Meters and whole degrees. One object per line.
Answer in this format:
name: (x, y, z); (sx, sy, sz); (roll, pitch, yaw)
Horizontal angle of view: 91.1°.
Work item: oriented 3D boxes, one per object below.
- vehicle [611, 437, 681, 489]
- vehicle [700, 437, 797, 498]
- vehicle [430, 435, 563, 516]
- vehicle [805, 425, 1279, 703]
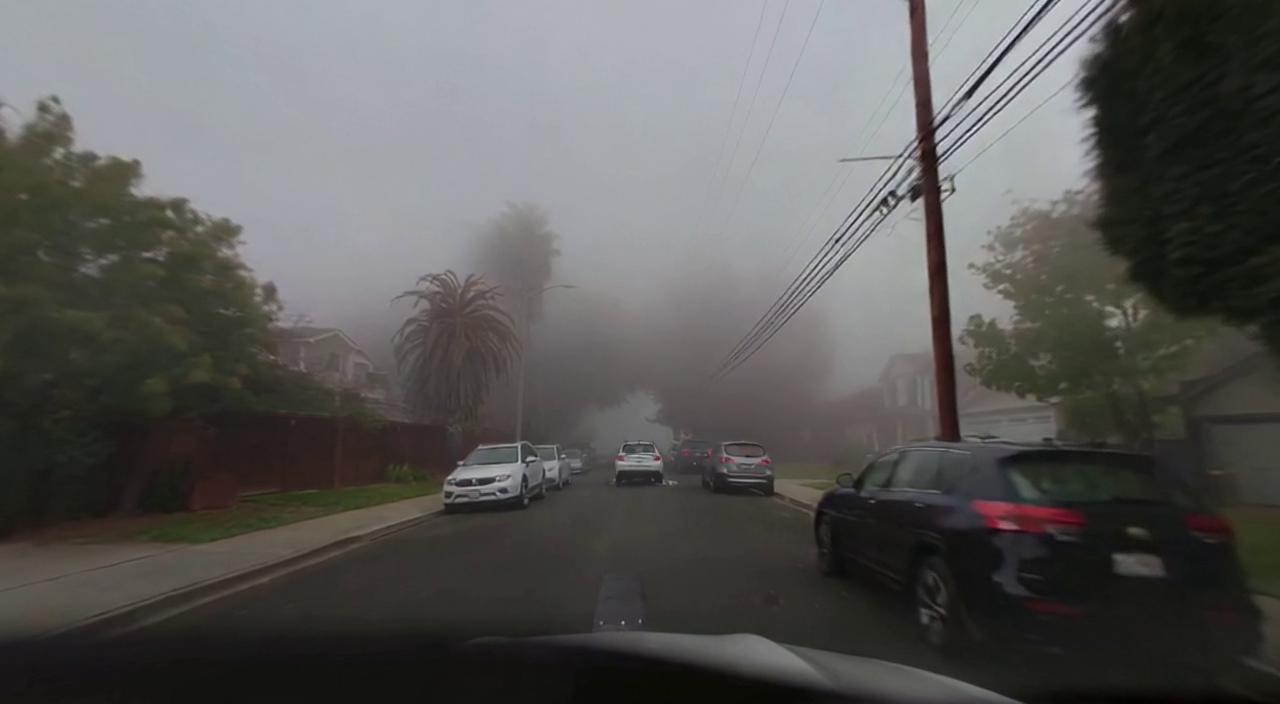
vehicle: (0.181, 3.519, 20.371); (2.010, 1.499, 4.107); (0, -8, 0)
vehicle: (3.006, 3.292, 18.413); (1.967, 1.563, 4.237); (0, -8, -2)
vehicle: (-2.985, 2.652, 14.110); (1.877, 1.521, 4.348); (0, -8, 1)
vehicle: (2.907, 1.387, 4.980); (1.961, 1.481, 4.494); (0, -8, 0)
